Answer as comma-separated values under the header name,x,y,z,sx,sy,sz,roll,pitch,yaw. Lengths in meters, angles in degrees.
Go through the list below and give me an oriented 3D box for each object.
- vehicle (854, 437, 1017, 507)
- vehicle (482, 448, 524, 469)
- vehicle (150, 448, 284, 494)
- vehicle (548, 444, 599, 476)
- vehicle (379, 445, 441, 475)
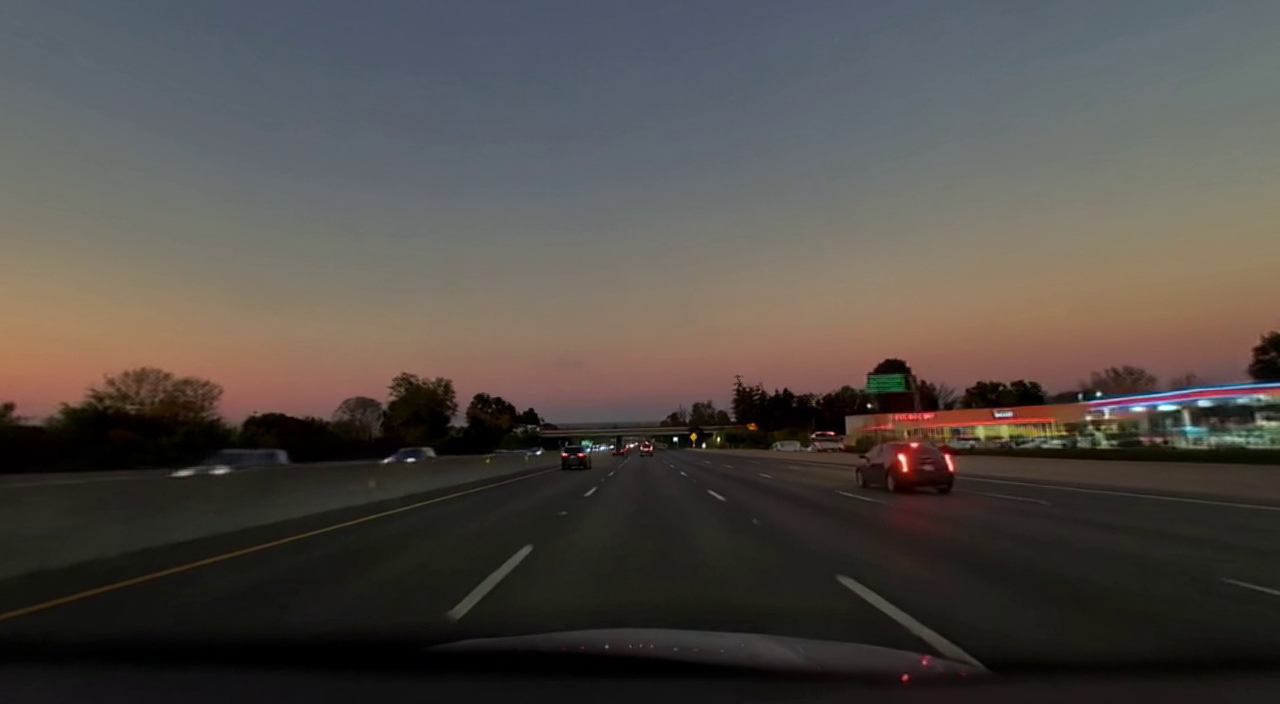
name,x,y,z,sx,sy,sz,roll,pitch,yaw
vehicle,7.192,2.949,16.044,1.909,1.467,4.940,-1,-9,2
vehicle,-10.132,7.889,47.017,2.045,1.466,4.316,-1,-9,2
vehicle,-17.914,5.005,27.111,1.982,1.745,5.335,-1,-9,1
vehicle,-3.384,5.580,32.869,2.114,1.510,4.186,-1,-9,1
vehicle,-14.245,6.691,39.406,2.034,1.693,4.838,-1,-9,1
